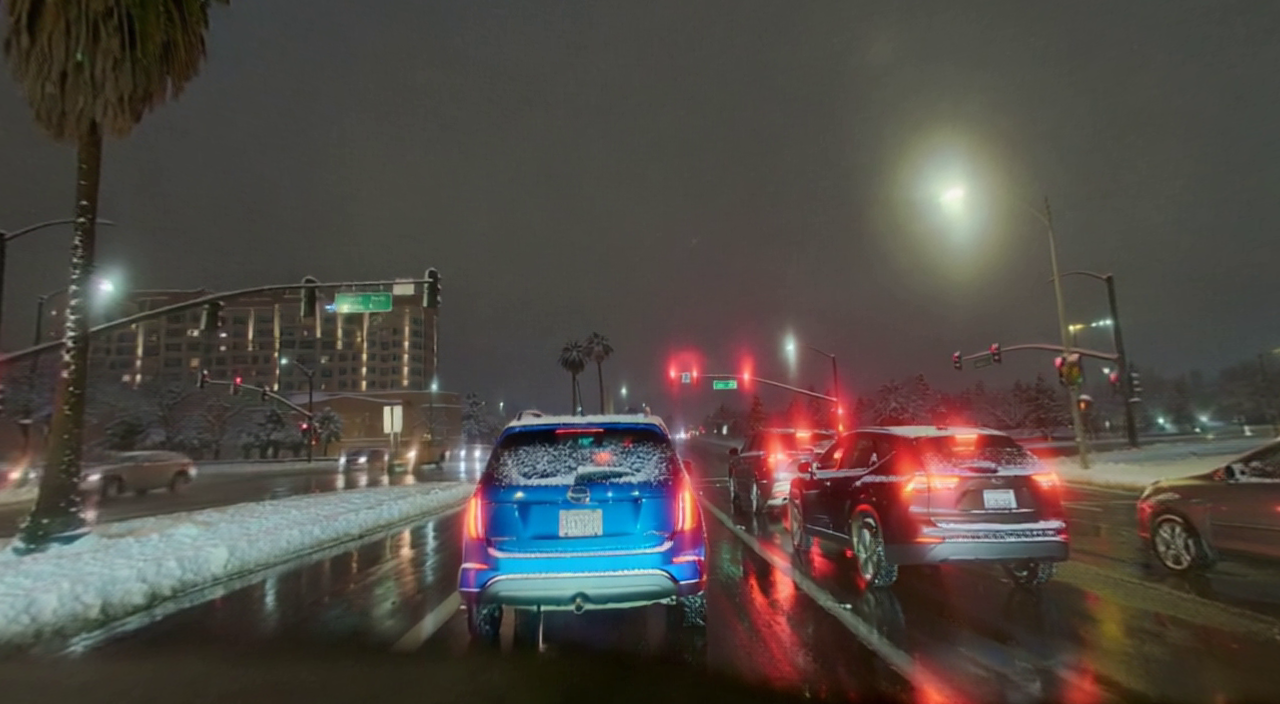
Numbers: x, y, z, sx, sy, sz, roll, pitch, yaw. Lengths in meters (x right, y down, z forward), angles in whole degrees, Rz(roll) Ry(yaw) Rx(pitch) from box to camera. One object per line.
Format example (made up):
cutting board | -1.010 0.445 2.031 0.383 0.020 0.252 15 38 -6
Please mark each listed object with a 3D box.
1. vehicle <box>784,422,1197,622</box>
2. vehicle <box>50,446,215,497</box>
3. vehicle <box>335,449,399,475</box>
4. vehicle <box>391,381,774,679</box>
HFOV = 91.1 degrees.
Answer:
vehicle | 3.128 1.602 6.974 1.971 1.473 4.495 0 -8 0
vehicle | -19.764 4.623 24.882 2.119 1.786 5.252 0 -9 0
vehicle | -16.798 6.767 38.913 1.951 1.500 4.372 0 -9 1
vehicle | -0.327 1.314 5.684 2.172 1.694 4.055 0 -8 0
